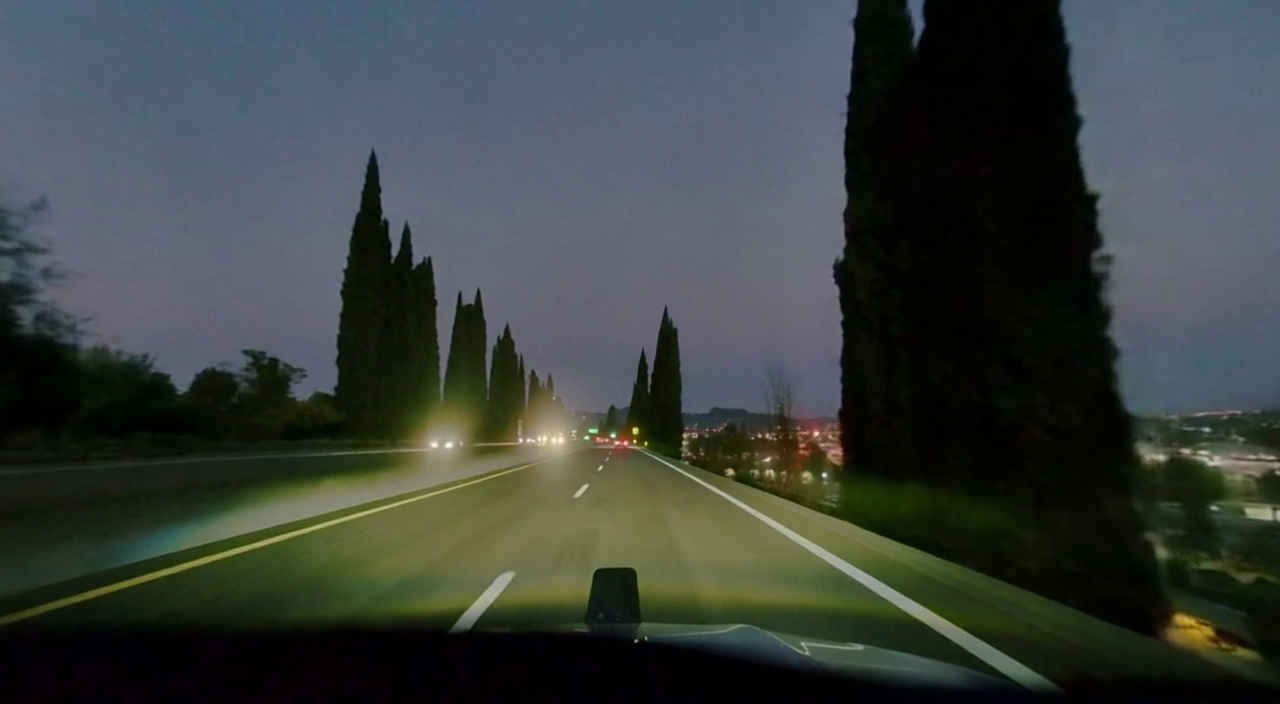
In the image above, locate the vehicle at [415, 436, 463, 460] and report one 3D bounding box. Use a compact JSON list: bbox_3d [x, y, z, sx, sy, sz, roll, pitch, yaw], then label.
[{"bbox_3d":[-13.590,6.485,42.794,1.972,1.503,3.935,0,-8,0],"label":"vehicle"}]
